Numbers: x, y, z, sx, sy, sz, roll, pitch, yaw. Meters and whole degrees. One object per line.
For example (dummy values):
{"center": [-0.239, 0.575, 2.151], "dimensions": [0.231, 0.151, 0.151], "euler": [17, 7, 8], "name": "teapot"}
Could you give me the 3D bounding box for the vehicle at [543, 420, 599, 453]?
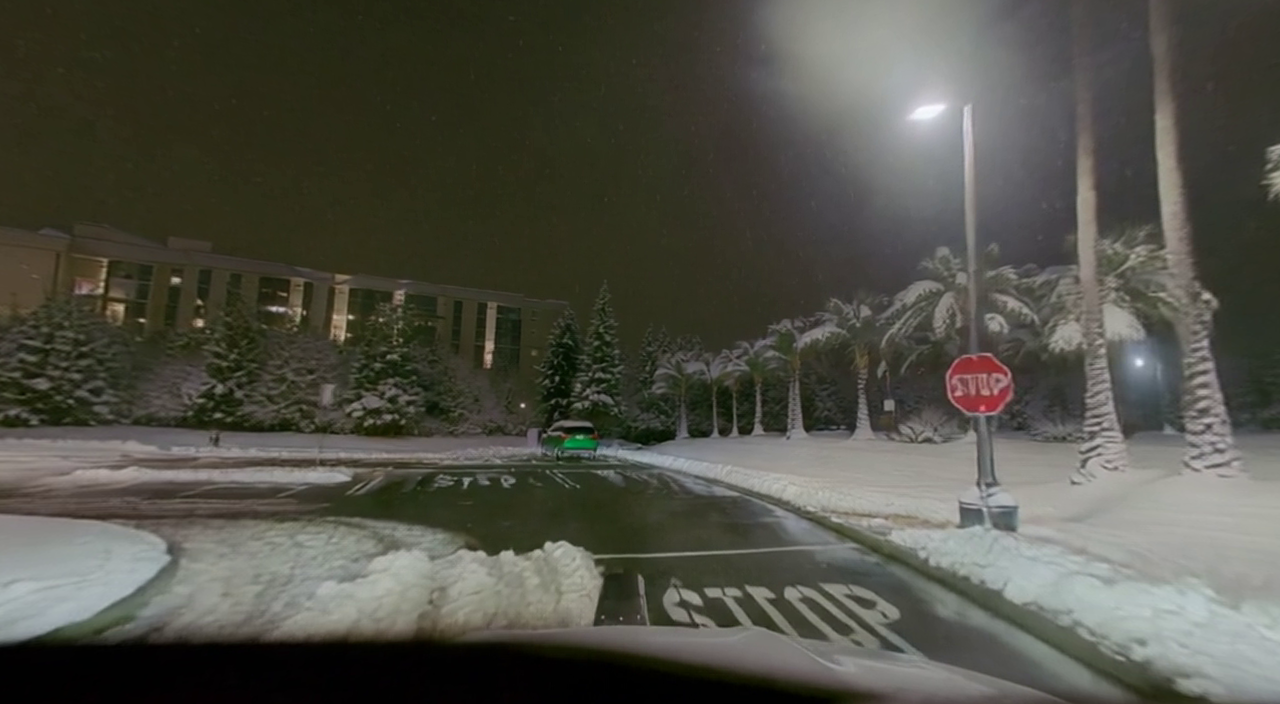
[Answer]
{"center": [-3.965, 4.825, 35.650], "dimensions": [2.071, 1.700, 4.367], "euler": [3, -9, -21], "name": "vehicle"}
